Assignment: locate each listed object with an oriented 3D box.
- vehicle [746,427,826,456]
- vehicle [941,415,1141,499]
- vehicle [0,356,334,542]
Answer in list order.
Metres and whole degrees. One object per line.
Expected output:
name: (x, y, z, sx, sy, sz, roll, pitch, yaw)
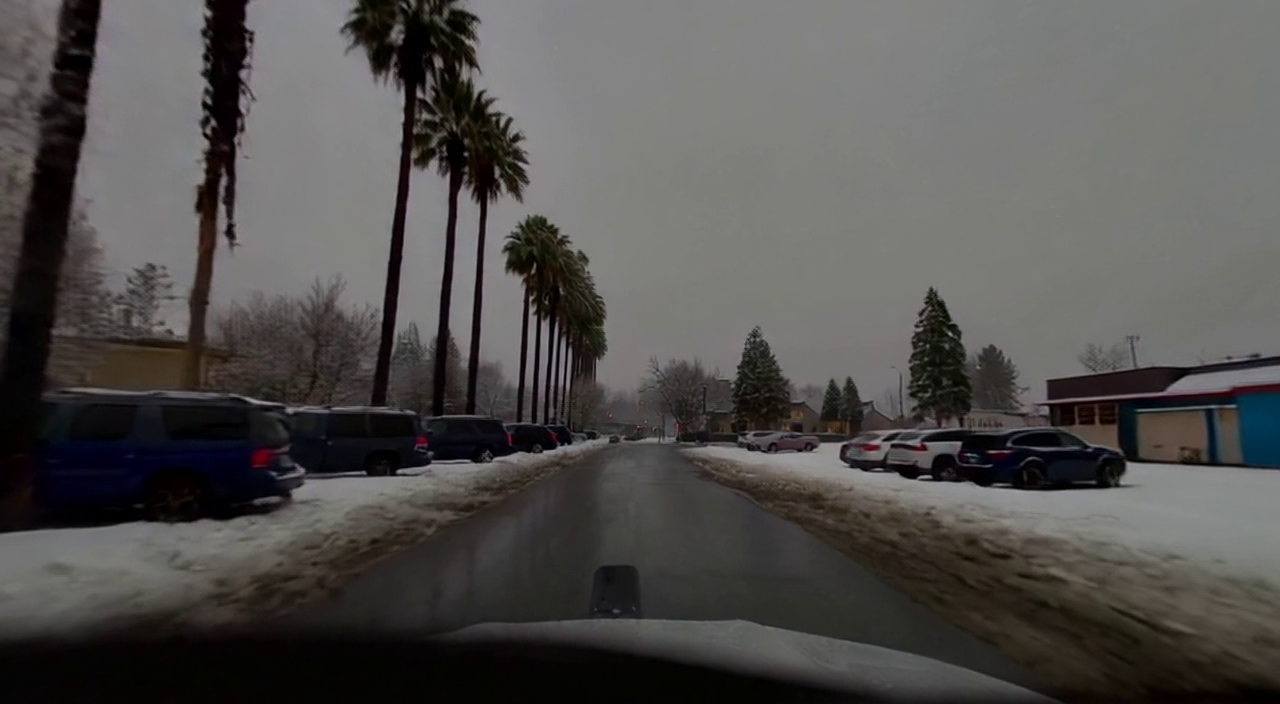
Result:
vehicle: (9.356, 5.778, 40.534, 4.758, 1.759, 2.068, 5, -10, -27)
vehicle: (9.757, 2.501, 15.353, 4.509, 1.759, 2.077, 5, -9, -29)
vehicle: (-6.631, 1.120, 7.461, 5.210, 1.834, 2.281, 4, -9, -29)
